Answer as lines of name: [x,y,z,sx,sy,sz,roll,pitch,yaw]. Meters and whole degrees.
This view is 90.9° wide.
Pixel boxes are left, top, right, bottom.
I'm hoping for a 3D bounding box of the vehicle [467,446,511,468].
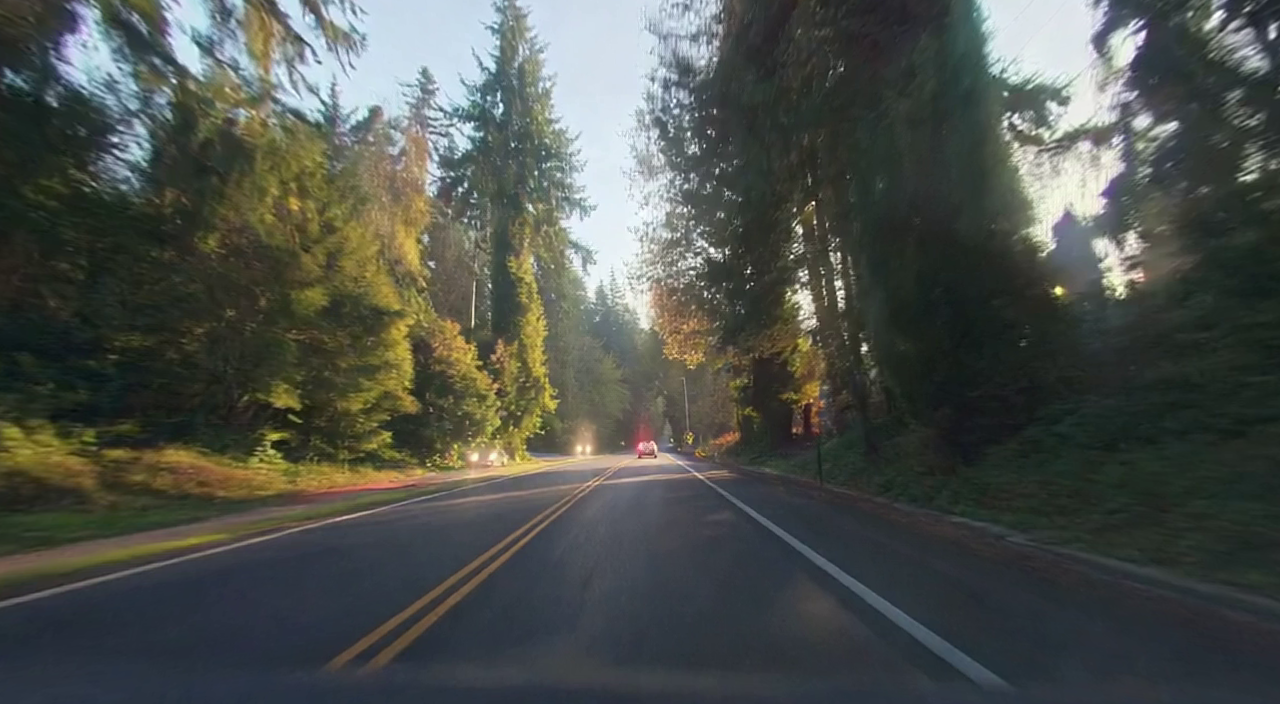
vehicle: [-10.473,7.281,43.991,1.962,1.458,4.322,0,-8,1]
